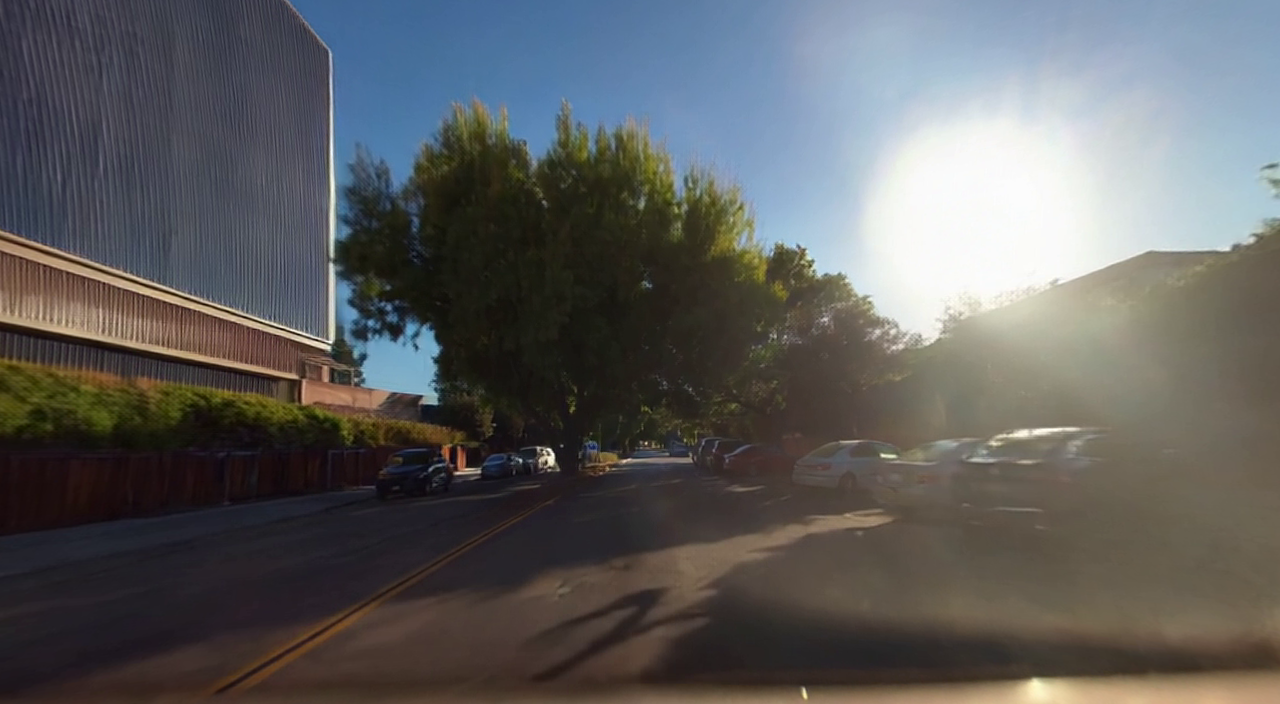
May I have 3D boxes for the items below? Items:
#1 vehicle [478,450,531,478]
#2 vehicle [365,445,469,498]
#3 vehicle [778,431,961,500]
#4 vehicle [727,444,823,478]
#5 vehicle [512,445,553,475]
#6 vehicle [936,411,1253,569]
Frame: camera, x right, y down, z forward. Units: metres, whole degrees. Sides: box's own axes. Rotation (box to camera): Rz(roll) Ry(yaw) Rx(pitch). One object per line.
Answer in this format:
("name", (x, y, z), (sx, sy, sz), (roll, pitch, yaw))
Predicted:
("vehicle", (-7.916, 6.576, 37.301), (1.911, 1.497, 4.738), (0, -8, 2))
("vehicle", (-7.867, 4.229, 22.809), (2.172, 1.707, 4.273), (0, -8, 0))
("vehicle", (6.637, 3.221, 18.262), (4.858, 1.758, 2.021), (4, -9, -25))
("vehicle", (6.518, 5.224, 30.524), (4.265, 1.510, 1.915), (5, -10, -28))
("vehicle", (-7.455, 7.526, 44.263), (1.957, 1.693, 4.588), (-2, -6, 1))
("vehicle", (6.355, 1.772, 8.809), (3.954, 1.666, 2.213), (6, -10, -33))
